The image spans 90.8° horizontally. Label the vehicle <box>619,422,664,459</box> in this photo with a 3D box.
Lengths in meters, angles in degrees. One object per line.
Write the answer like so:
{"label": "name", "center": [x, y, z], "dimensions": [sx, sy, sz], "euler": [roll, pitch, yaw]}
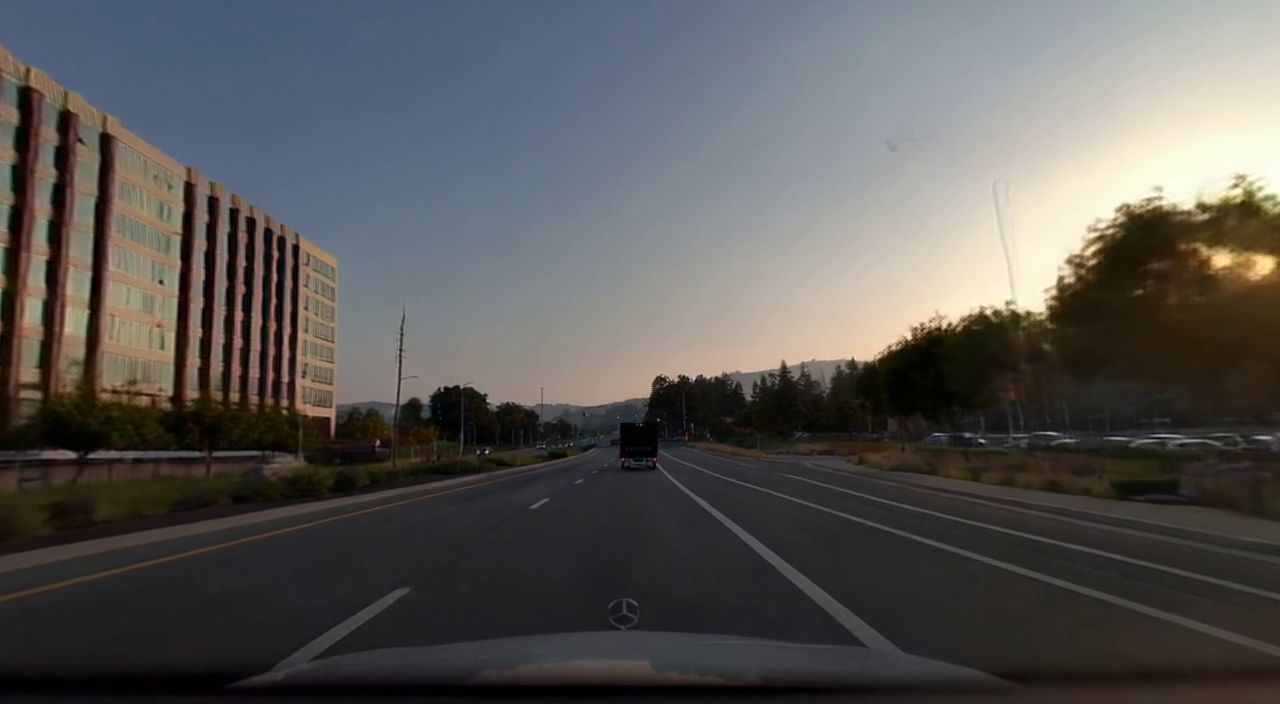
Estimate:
{"label": "vehicle", "center": [0.009, 4.880, 34.624], "dimensions": [2.178, 1.829, 4.932], "euler": [0, -9, -3]}

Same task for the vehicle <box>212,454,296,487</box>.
{"label": "vehicle", "center": [-23.257, 7.137, 38.326], "dimensions": [2.014, 1.784, 4.878], "euler": [0, -9, 0]}
